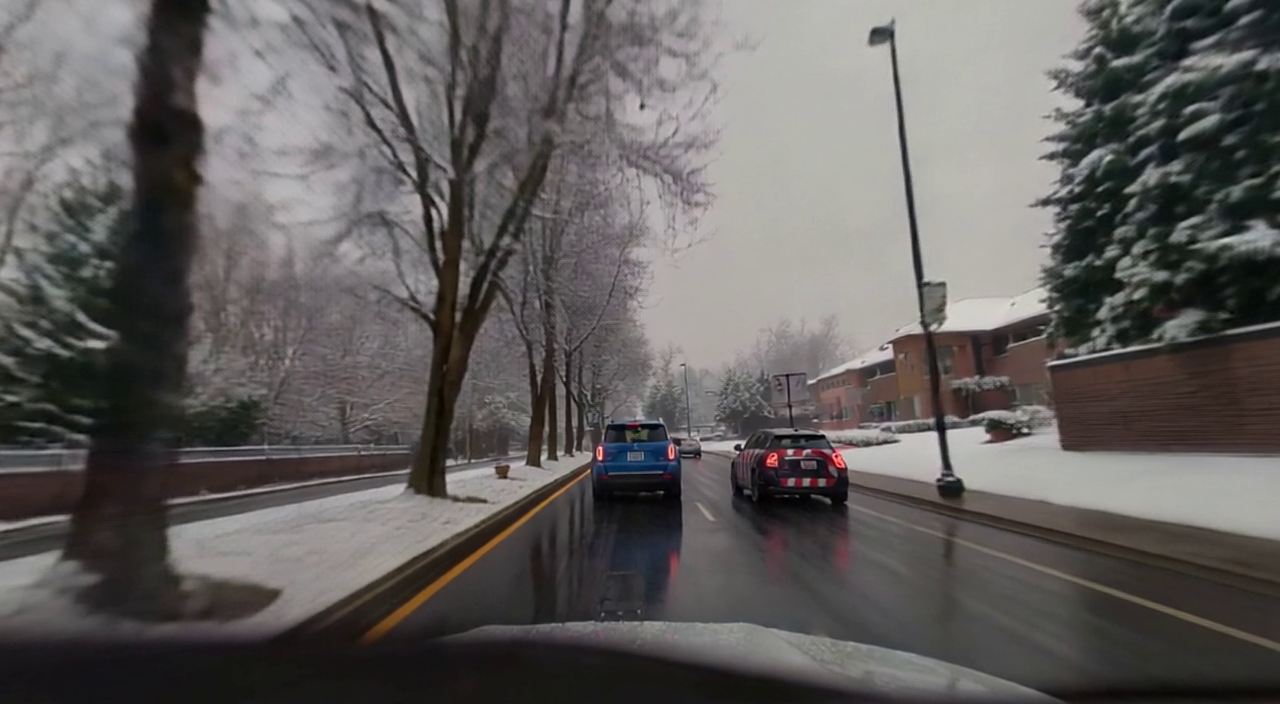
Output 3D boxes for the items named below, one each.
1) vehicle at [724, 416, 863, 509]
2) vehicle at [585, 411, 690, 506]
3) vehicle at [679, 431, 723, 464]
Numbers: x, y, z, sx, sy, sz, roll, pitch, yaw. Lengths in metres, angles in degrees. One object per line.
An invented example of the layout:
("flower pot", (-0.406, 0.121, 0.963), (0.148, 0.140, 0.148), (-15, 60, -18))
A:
("vehicle", (3.120, 2.347, 13.750), (1.840, 1.709, 4.202), (0, -8, -2))
("vehicle", (-0.091, 2.248, 13.532), (1.984, 1.777, 3.148), (0, -8, -2))
("vehicle", (3.136, 5.016, 33.049), (1.863, 1.610, 3.726), (0, -8, -1))
